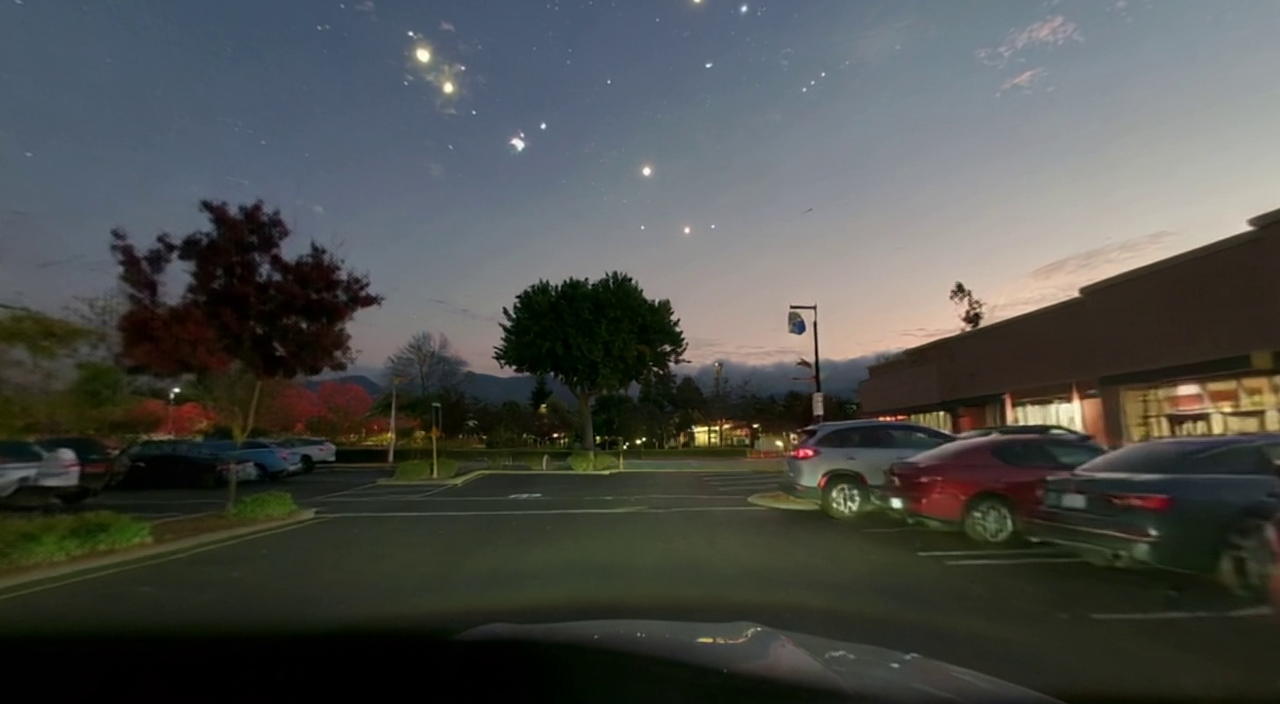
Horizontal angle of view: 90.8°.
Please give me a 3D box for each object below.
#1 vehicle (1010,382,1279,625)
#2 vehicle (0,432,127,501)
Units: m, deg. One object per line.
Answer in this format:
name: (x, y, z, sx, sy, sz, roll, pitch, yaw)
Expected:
vehicle: (6.226, 1.263, 5.850, 4.255, 1.729, 2.136, 1, -8, -5)
vehicle: (-16.359, 2.948, 16.393, 4.454, 1.684, 1.908, 6, -10, -35)
